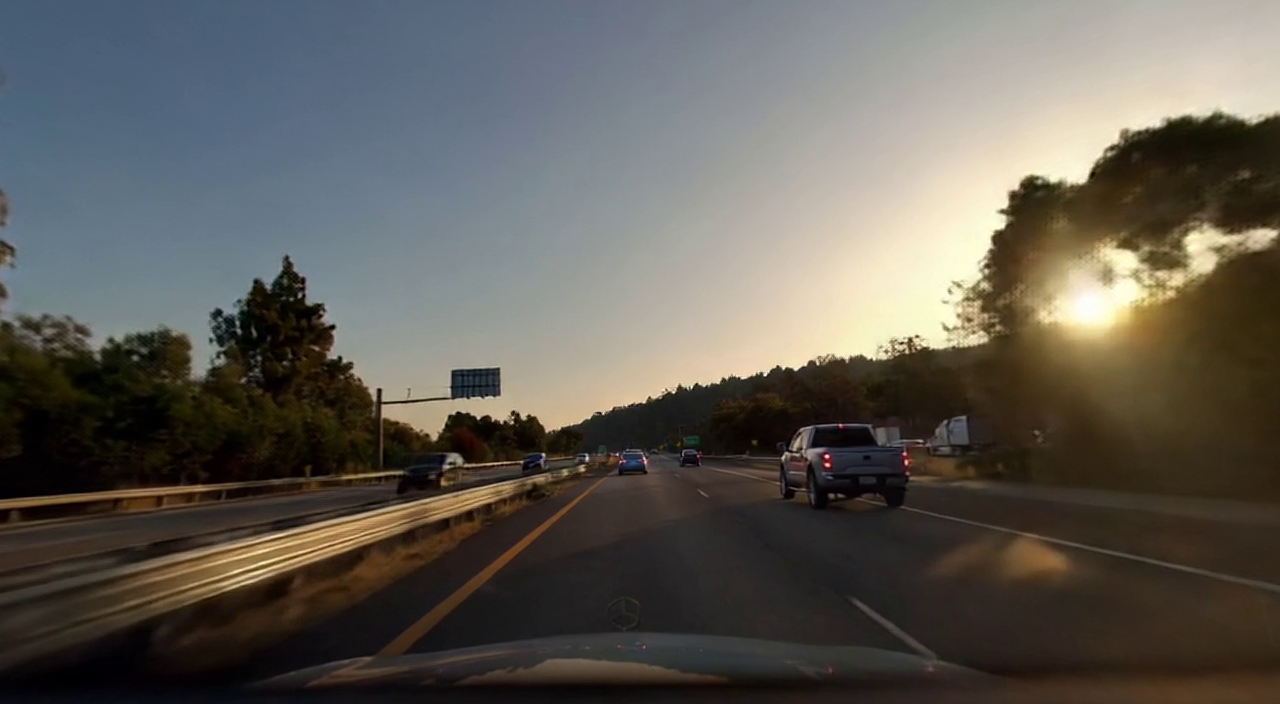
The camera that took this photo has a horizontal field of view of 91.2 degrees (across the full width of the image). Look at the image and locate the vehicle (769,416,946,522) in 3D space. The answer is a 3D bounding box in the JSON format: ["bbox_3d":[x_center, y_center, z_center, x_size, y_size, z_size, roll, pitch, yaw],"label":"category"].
[{"bbox_3d":[4.590,2.574,14.236,2.261,1.952,4.784,0,-9,0],"label":"vehicle"}]

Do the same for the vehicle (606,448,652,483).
[{"bbox_3d":[-0.467,5.309,29.602,2.029,1.483,3.769,0,-9,1],"label":"vehicle"}]

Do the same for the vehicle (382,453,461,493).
[{"bbox_3d":[-9.489,5.248,27.549,1.877,1.597,4.092,-1,-9,2],"label":"vehicle"}]

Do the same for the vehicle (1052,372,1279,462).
[{"bbox_3d":[28.664,3.959,34.805,2.909,3.998,13.523,-1,-9,3],"label":"vehicle"}]
